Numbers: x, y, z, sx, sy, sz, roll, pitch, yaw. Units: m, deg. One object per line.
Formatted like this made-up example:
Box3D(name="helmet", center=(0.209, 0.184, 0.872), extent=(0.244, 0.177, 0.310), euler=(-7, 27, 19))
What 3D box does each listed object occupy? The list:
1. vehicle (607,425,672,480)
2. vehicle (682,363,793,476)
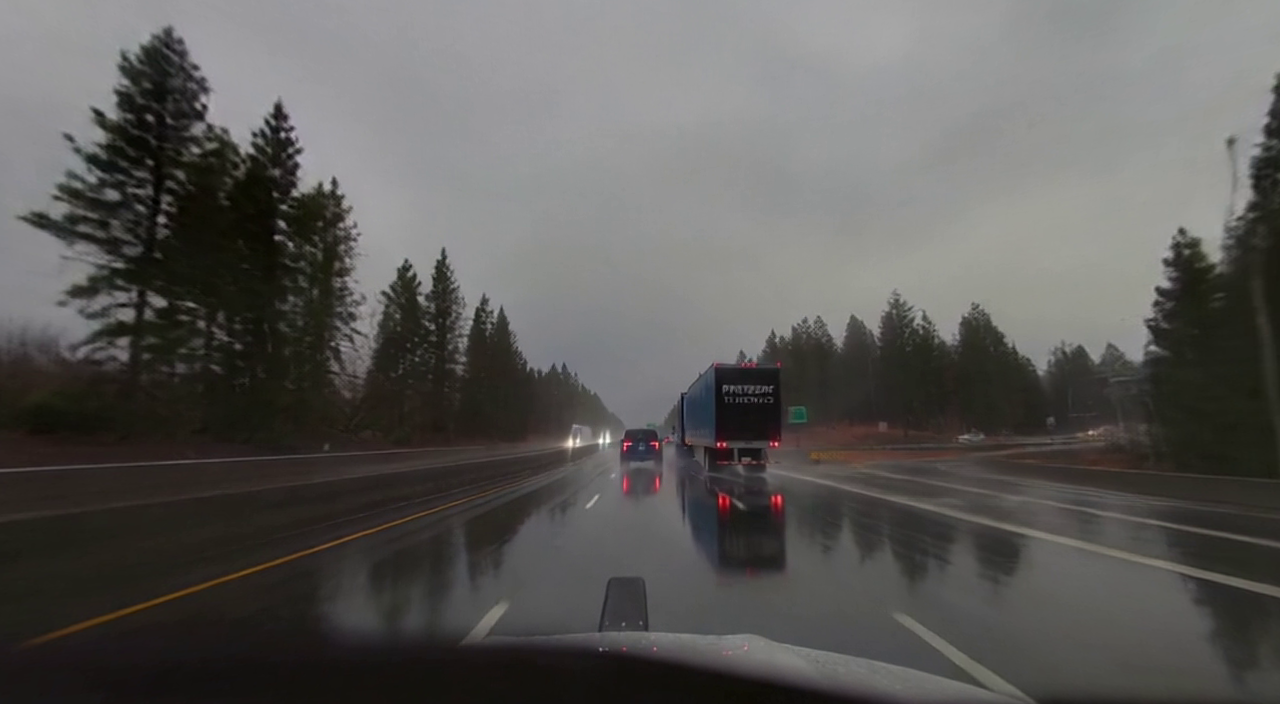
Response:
Box3D(name="vehicle", center=(-0.038, 3.751, 23.767), extent=(2.222, 1.848, 4.610), euler=(0, -8, -1))
Box3D(name="vehicle", center=(4.130, 3.684, 31.527), extent=(2.899, 4.160, 16.621), euler=(0, -8, 0))
